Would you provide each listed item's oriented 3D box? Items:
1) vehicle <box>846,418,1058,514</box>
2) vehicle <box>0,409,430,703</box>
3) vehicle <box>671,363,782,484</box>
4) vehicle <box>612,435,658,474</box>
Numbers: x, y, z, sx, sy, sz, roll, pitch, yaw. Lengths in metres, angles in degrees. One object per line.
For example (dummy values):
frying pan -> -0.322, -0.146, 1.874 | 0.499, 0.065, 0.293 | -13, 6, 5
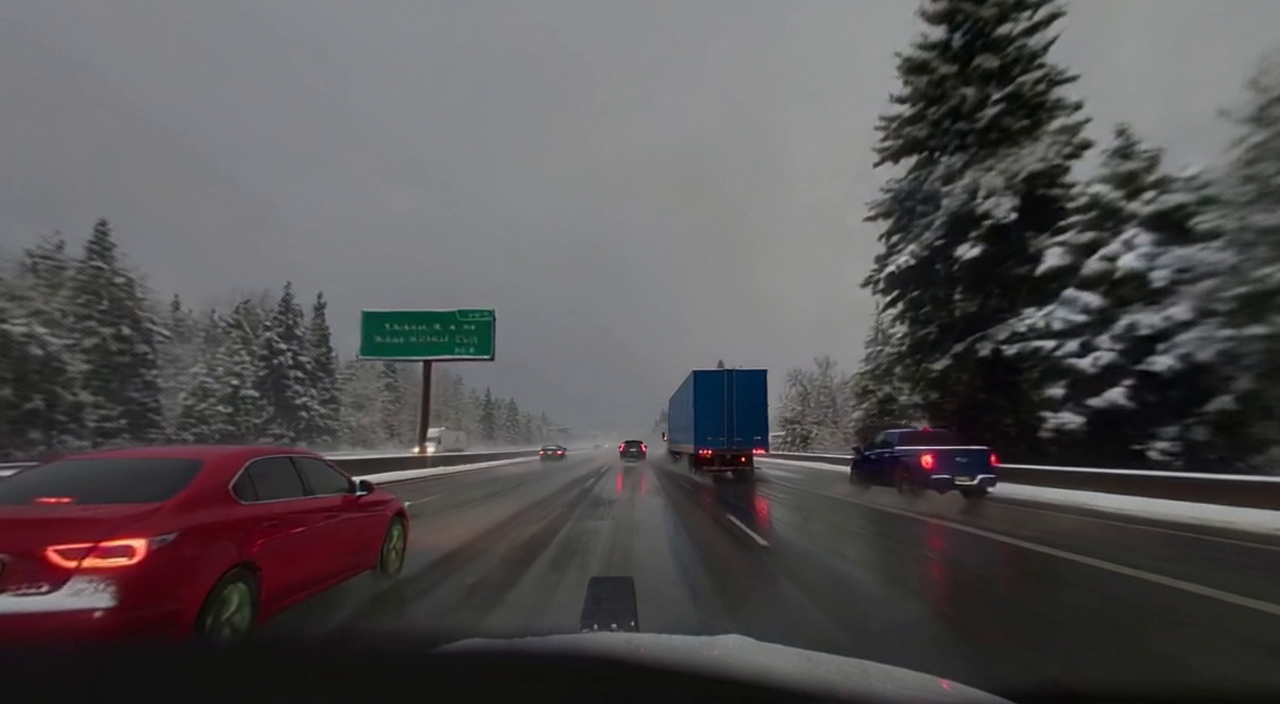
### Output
vehicle -> 6.834, 2.594, 14.793 | 2.106, 1.795, 5.489 | 0, -9, 0
vehicle -> -3.109, 1.222, 4.167 | 1.864, 1.406, 4.544 | 0, -9, 0
vehicle -> 3.282, 3.568, 28.991 | 2.876, 4.086, 15.117 | 0, -9, 0
vehicle -> -0.279, 5.263, 32.535 | 2.203, 1.805, 4.358 | 0, -9, -1
